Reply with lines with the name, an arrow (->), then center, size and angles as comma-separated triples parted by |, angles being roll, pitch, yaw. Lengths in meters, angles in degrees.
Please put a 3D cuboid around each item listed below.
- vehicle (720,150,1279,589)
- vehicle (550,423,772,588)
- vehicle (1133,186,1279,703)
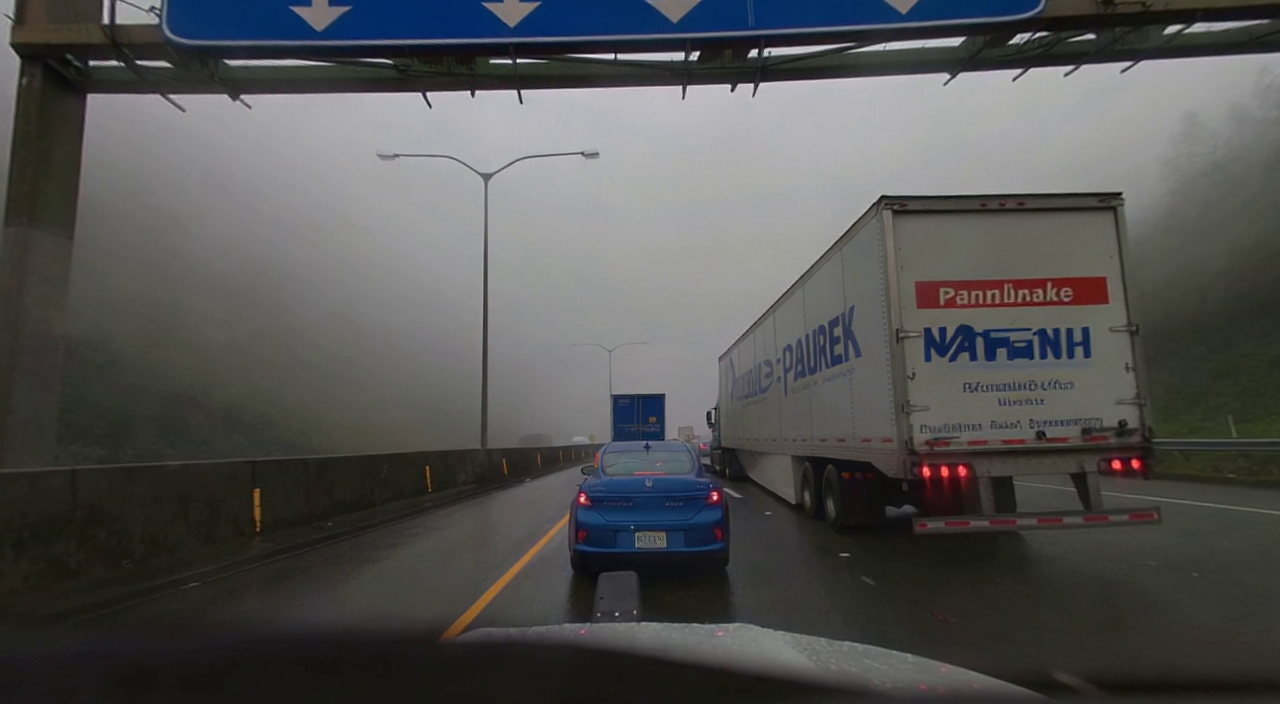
vehicle -> 4.183, 1.053, 12.926 | 2.827, 4.081, 14.305 | 0, -8, -1
vehicle -> 0.179, 1.676, 7.685 | 2.045, 1.490, 3.597 | -1, -8, 0
vehicle -> 4.729, 0.119, 0.616 | 2.892, 2.615, 6.650 | 0, -8, -2
